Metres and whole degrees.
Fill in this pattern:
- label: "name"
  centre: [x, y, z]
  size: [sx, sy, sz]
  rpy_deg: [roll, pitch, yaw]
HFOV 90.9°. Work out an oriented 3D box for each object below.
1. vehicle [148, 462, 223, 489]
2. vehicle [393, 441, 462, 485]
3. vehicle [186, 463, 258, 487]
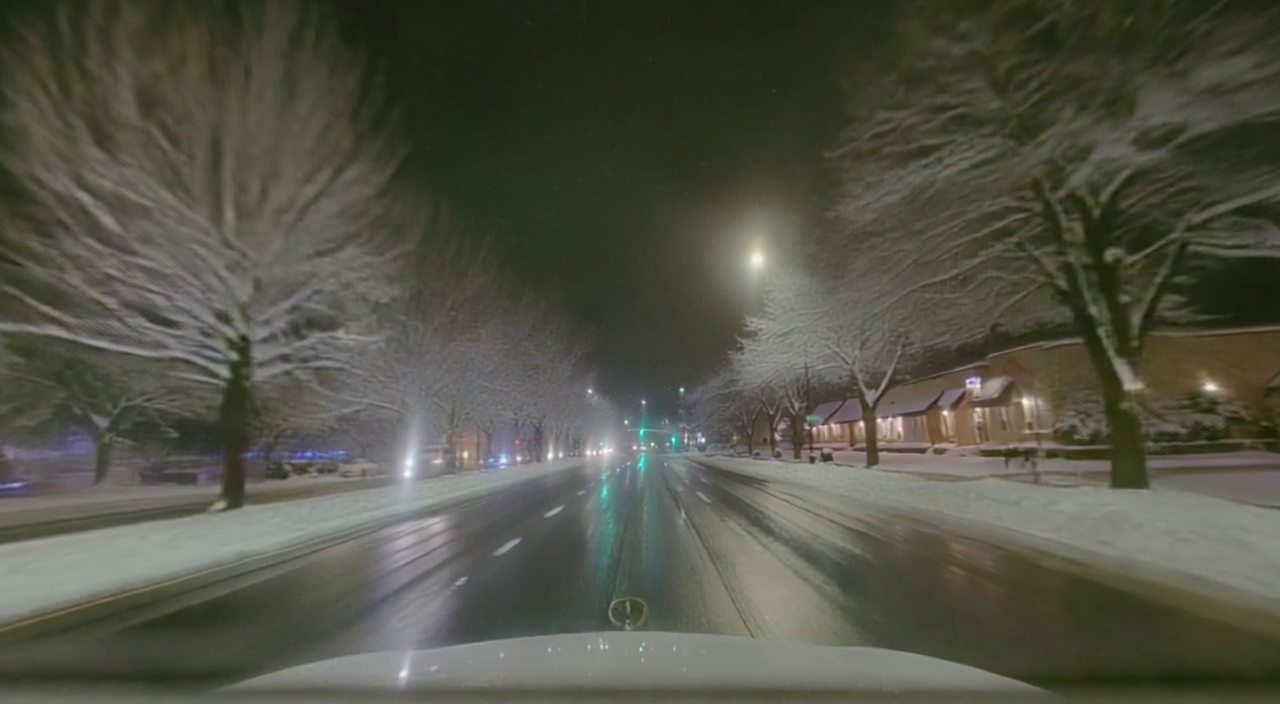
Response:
- label: "vehicle"
  centre: [-30.884, 8.363, 43.004]
  size: [1.903, 1.517, 4.497]
  rpy_deg: [-3, -8, -3]
- label: "vehicle"
  centre: [-9.736, 5.090, 29.190]
  size: [2.012, 1.756, 4.268]
  rpy_deg: [-2, -8, -4]
- label: "vehicle"
  centre: [-28.486, 8.361, 43.138]
  size: [1.865, 1.391, 4.516]
  rpy_deg: [0, -8, 0]
